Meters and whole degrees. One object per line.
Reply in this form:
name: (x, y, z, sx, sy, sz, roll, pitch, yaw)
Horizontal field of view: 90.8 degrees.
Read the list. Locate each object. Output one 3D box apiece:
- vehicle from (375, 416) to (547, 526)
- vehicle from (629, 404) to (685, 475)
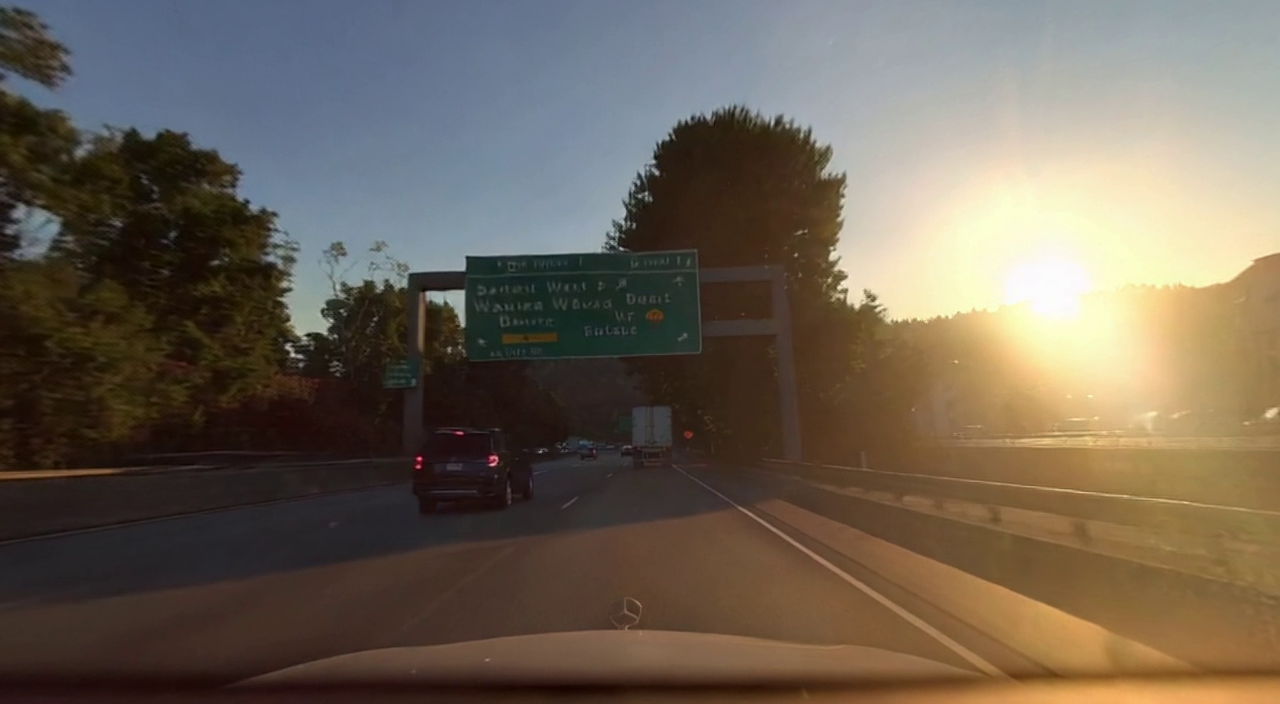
vehicle: (-3.564, 2.530, 13.866, 2.226, 1.933, 5.179, 0, -9, 0)
vehicle: (0.973, 5.701, 40.333, 2.976, 3.800, 12.335, 0, -9, 1)
